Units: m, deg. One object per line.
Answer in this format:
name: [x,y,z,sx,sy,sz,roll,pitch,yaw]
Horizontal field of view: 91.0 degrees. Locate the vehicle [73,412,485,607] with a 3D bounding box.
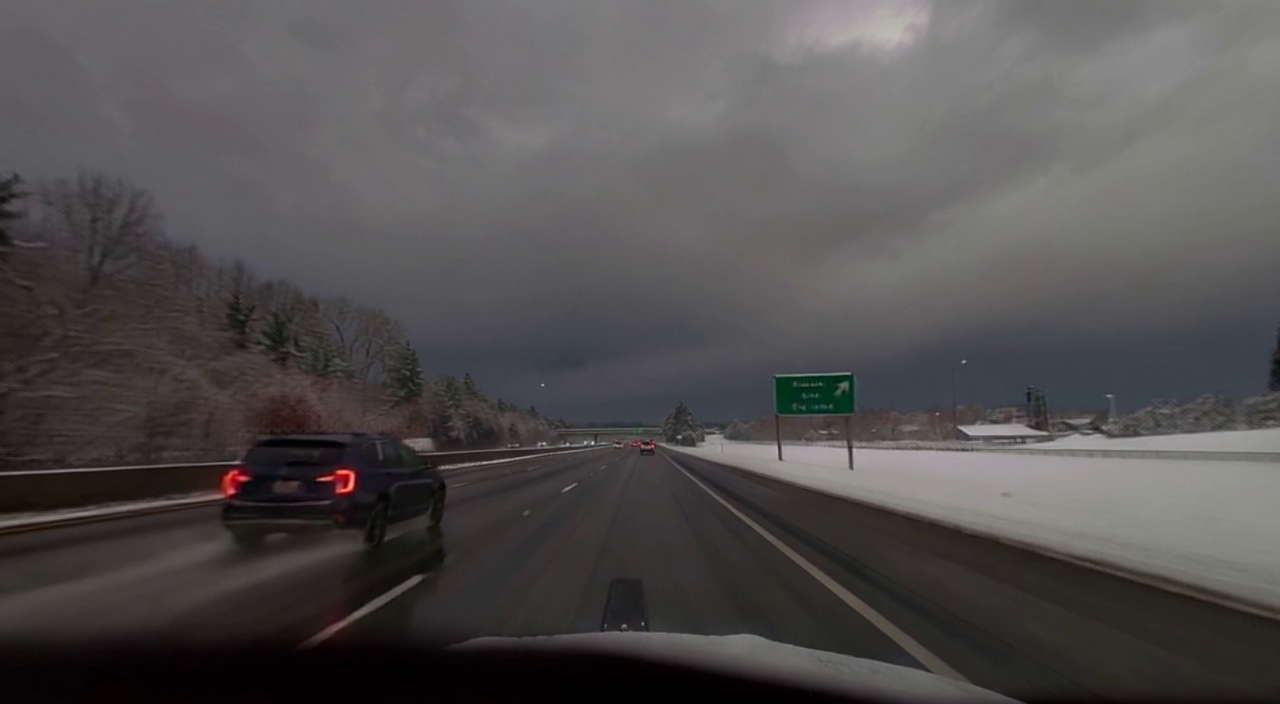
vehicle: [-3.555,1.633,7.605,2.061,1.572,4.814,0,-8,1]
